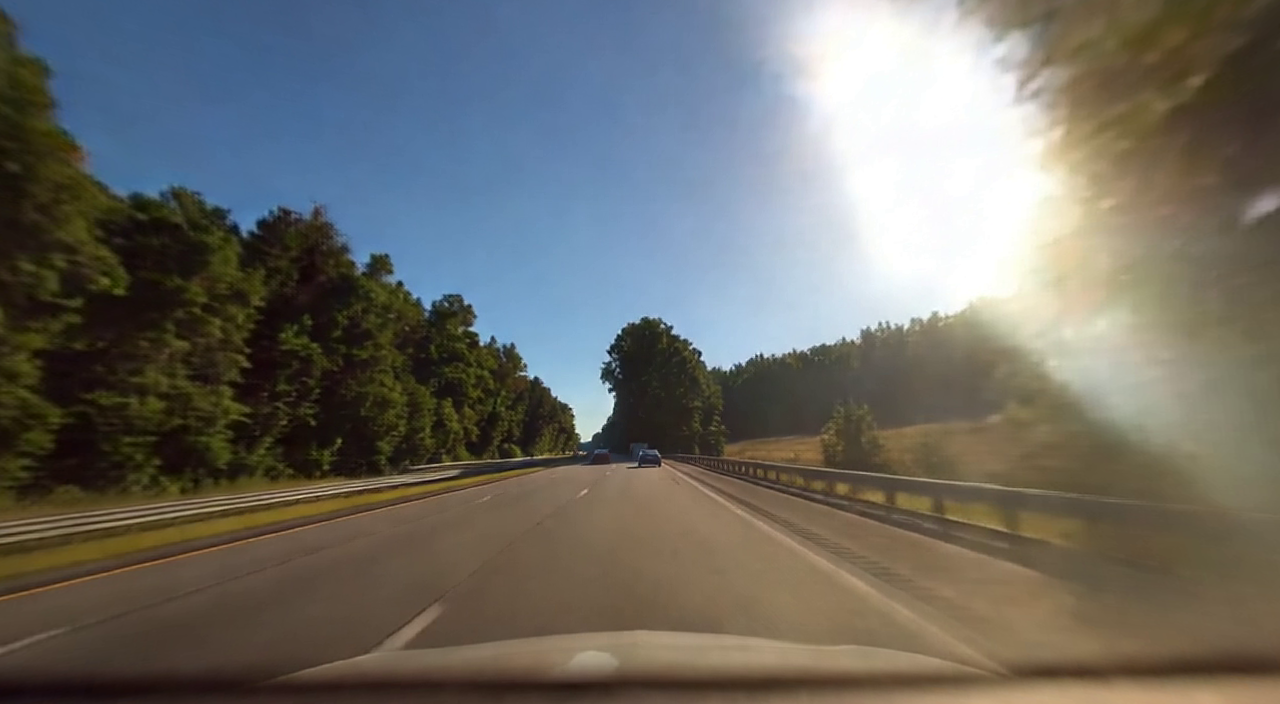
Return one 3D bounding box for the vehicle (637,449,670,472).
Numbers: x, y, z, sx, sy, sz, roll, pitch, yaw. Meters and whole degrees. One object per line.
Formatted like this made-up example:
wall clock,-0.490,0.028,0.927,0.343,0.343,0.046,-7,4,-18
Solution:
vehicle,0.858,7.266,42.404,2.046,1.452,4.407,0,-9,-1
